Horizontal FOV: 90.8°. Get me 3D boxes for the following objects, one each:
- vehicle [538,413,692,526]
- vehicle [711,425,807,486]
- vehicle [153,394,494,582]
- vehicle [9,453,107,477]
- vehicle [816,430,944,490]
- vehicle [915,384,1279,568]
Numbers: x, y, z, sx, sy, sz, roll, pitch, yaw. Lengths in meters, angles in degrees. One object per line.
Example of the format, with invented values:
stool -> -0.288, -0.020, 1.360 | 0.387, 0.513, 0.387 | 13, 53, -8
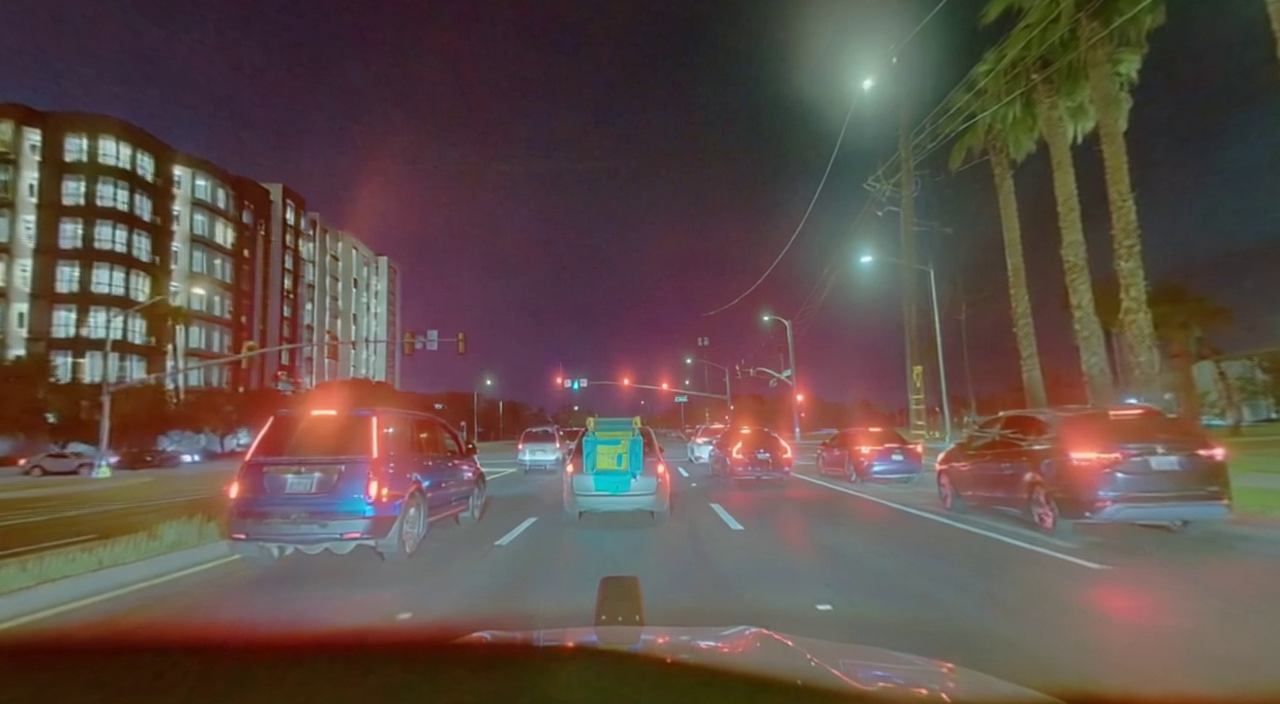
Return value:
vehicle -> -0.429, 2.076, 11.642 | 2.302, 1.681, 4.217 | 0, -8, -2
vehicle -> 3.334, 3.000, 18.545 | 1.975, 1.598, 4.025 | 0, -8, -1
vehicle -> -3.534, 1.619, 8.283 | 2.136, 1.779, 4.417 | 0, -8, 0
vehicle -> -42.472, 8.233, 46.205 | 4.867, 1.689, 1.971 | 1, -8, -9
vehicle -> 6.540, 2.987, 17.766 | 1.764, 1.451, 4.300 | 0, -8, -2
vehicle -> 6.453, 1.725, 9.551 | 2.130, 1.979, 5.310 | 0, -8, 0
